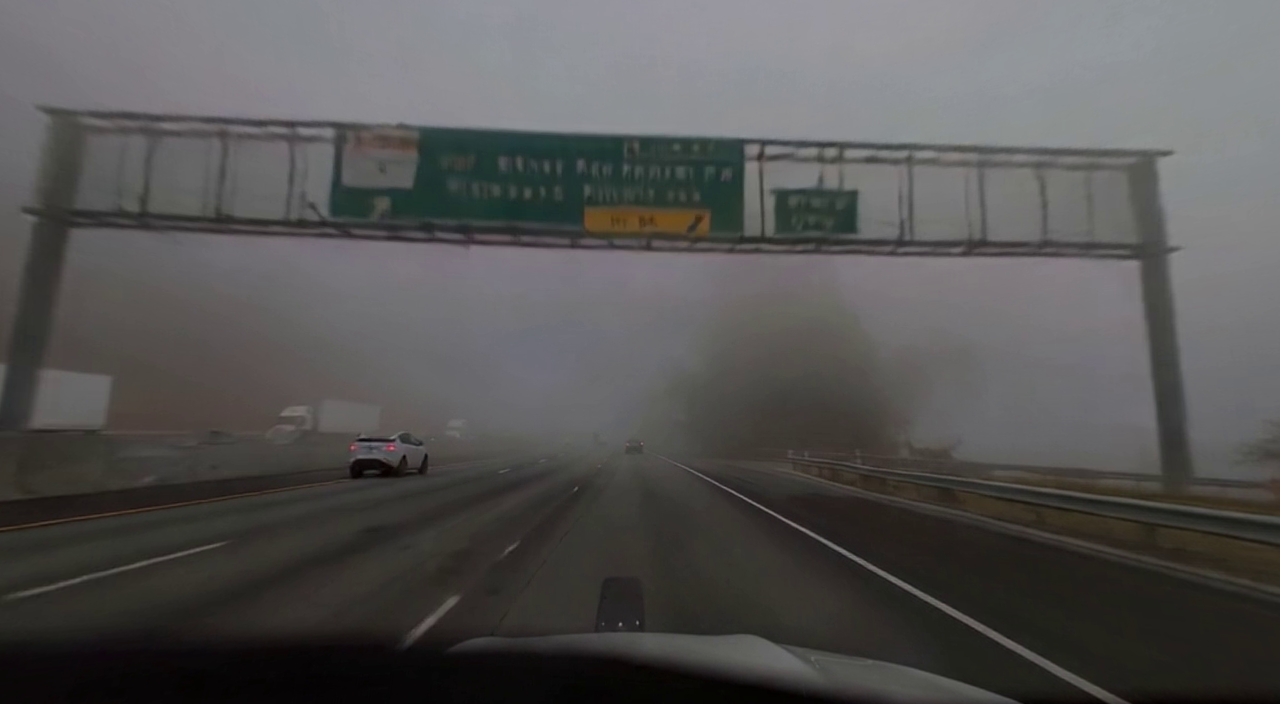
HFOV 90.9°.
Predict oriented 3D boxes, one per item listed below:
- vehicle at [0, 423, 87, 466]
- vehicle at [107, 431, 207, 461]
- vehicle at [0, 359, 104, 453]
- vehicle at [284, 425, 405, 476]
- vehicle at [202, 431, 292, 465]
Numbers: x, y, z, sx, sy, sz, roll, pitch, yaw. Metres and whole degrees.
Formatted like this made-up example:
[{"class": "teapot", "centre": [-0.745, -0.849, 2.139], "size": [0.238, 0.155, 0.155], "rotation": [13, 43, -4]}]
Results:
[{"class": "vehicle", "centre": [-25.030, 3.712, 25.506], "size": [1.822, 1.593, 3.922], "rotation": [0, -8, -2]}, {"class": "vehicle", "centre": [-25.310, 4.924, 33.277], "size": [1.913, 1.419, 4.406], "rotation": [0, -8, -3]}, {"class": "vehicle", "centre": [-29.372, 2.290, 27.060], "size": [2.780, 4.092, 11.598], "rotation": [0, -7, -1]}, {"class": "vehicle", "centre": [-10.730, 3.602, 23.418], "size": [2.197, 1.654, 4.823], "rotation": [0, -8, -1]}, {"class": "vehicle", "centre": [-17.860, 4.353, 28.844], "size": [1.833, 1.439, 3.471], "rotation": [0, -8, 0]}]
